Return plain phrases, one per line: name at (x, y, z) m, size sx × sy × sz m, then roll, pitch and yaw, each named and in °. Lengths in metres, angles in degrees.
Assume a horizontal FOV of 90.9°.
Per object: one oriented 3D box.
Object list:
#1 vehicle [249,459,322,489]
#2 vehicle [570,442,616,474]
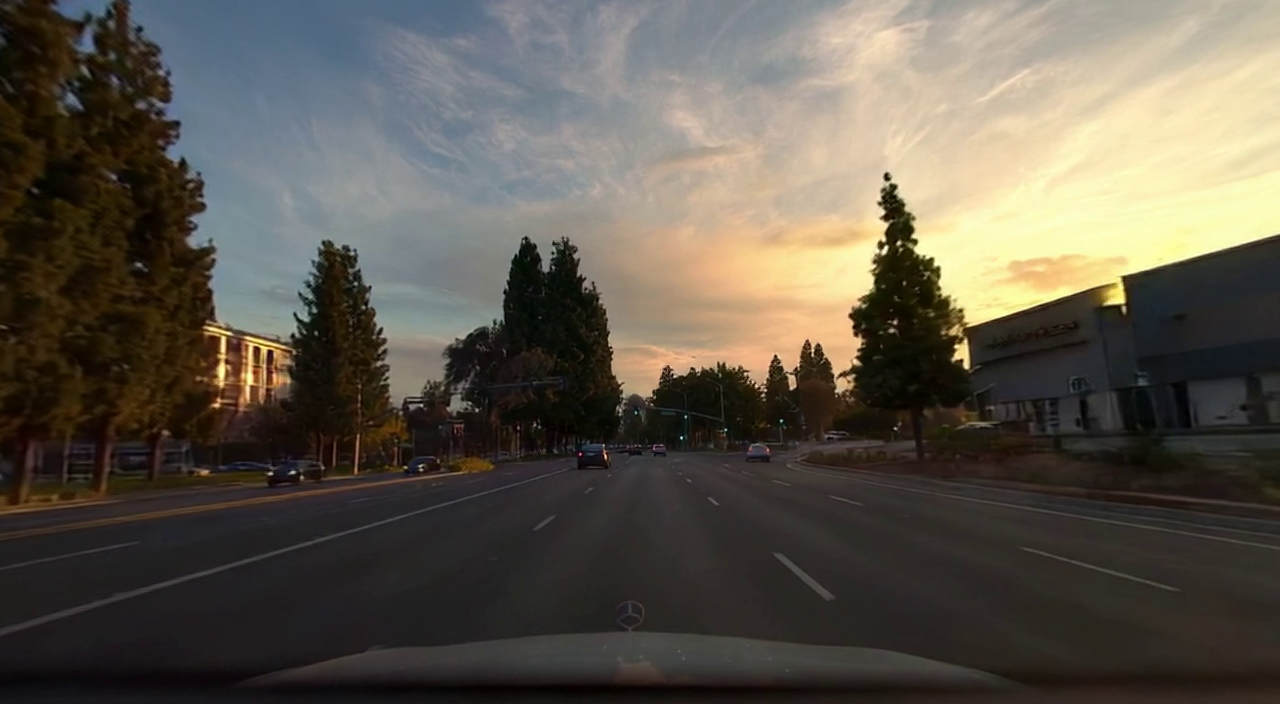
vehicle at (-24.026, 8.285, 42.982) m, size 2.005 × 1.791 × 4.989 m, roll 0°, pitch -8°, yaw 1°
vehicle at (-2.564, 5.866, 35.259) m, size 2.121 × 1.656 × 4.559 m, roll 0°, pitch -8°, yaw 1°
